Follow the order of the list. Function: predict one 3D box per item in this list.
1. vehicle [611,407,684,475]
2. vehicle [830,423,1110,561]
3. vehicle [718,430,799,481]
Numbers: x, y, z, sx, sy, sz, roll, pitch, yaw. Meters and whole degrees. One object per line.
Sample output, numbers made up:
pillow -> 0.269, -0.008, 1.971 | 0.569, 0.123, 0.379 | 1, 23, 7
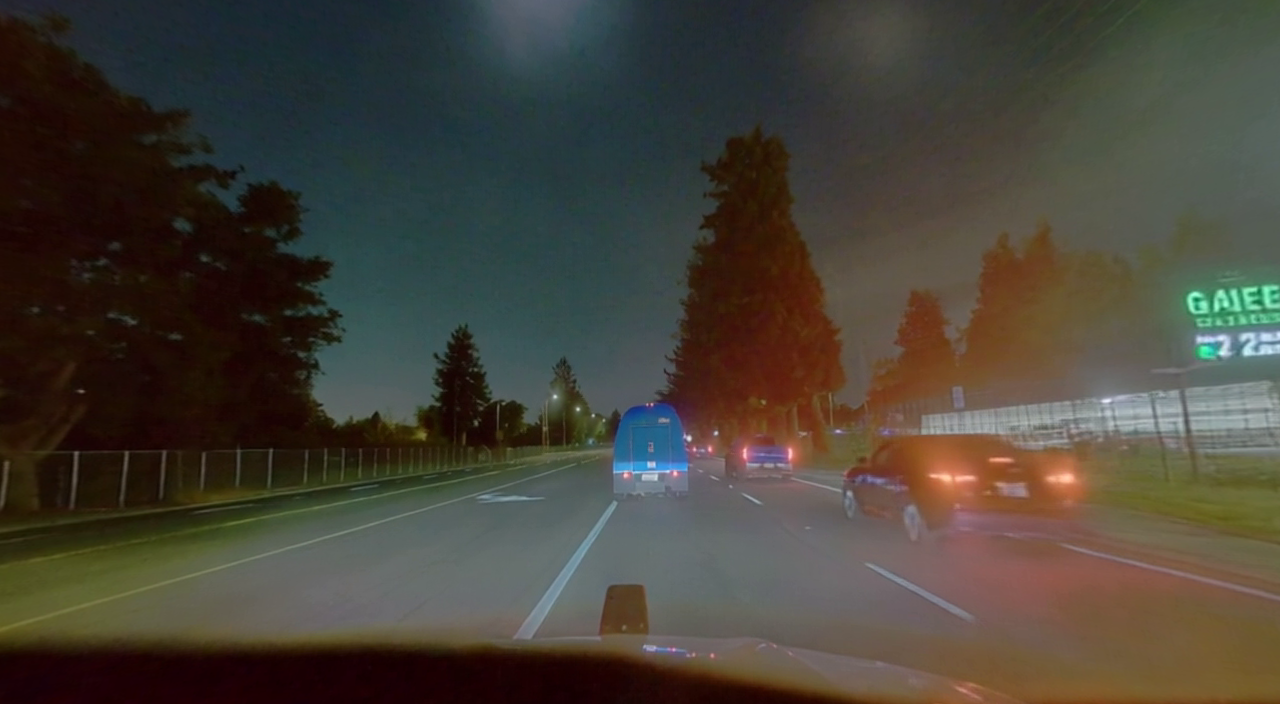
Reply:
vehicle -> 0.437, 4.467, 31.515 | 3.197, 2.963, 7.055 | 0, -8, 2
vehicle -> 4.579, 1.976, 9.672 | 2.001, 1.621, 4.208 | 0, -8, 0
vehicle -> 4.675, 4.170, 25.734 | 2.375, 1.857, 5.100 | 0, -8, 0
